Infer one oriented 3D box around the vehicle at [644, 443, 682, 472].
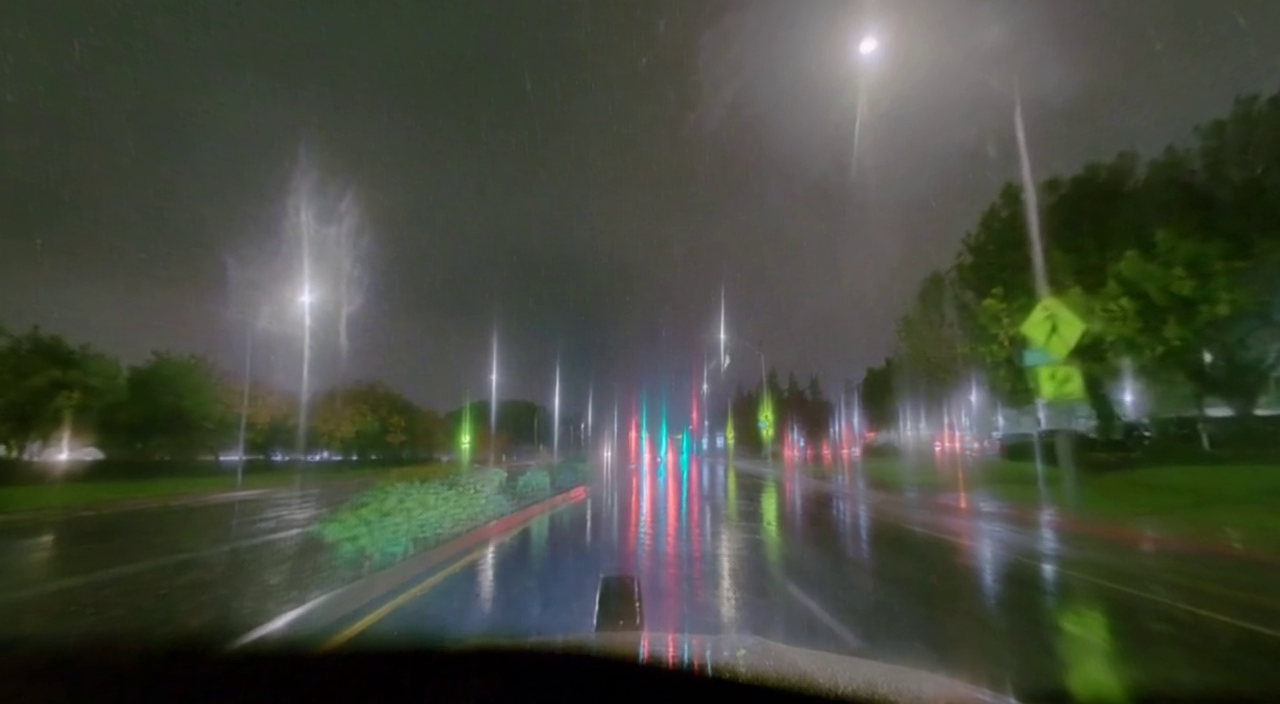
[{"bbox_3d":[1.366,6.378,38.333,2.158,1.600,3.865,-1,-8,2],"label":"vehicle"}]
